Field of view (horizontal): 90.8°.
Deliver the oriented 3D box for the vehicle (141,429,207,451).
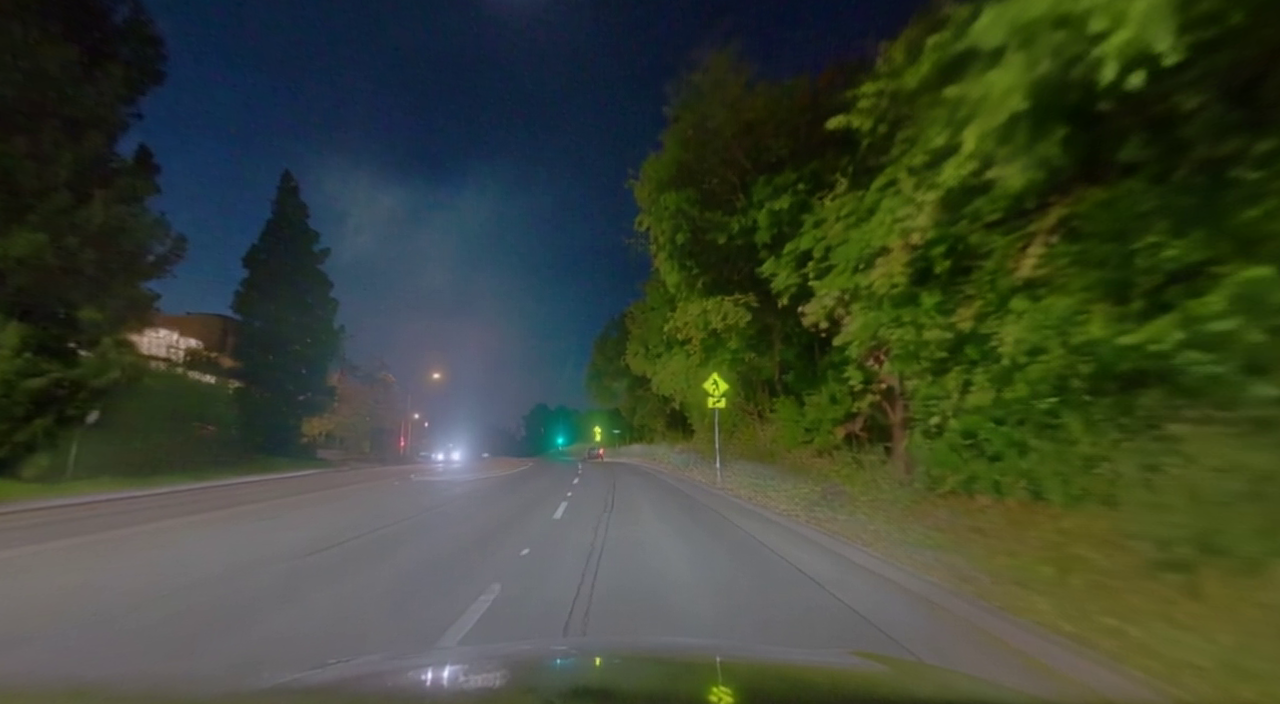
[{"bbox_3d":[-36.599,6.929,49.642,4.083,1.464,1.747,-1,-15,14],"label":"vehicle"}]
